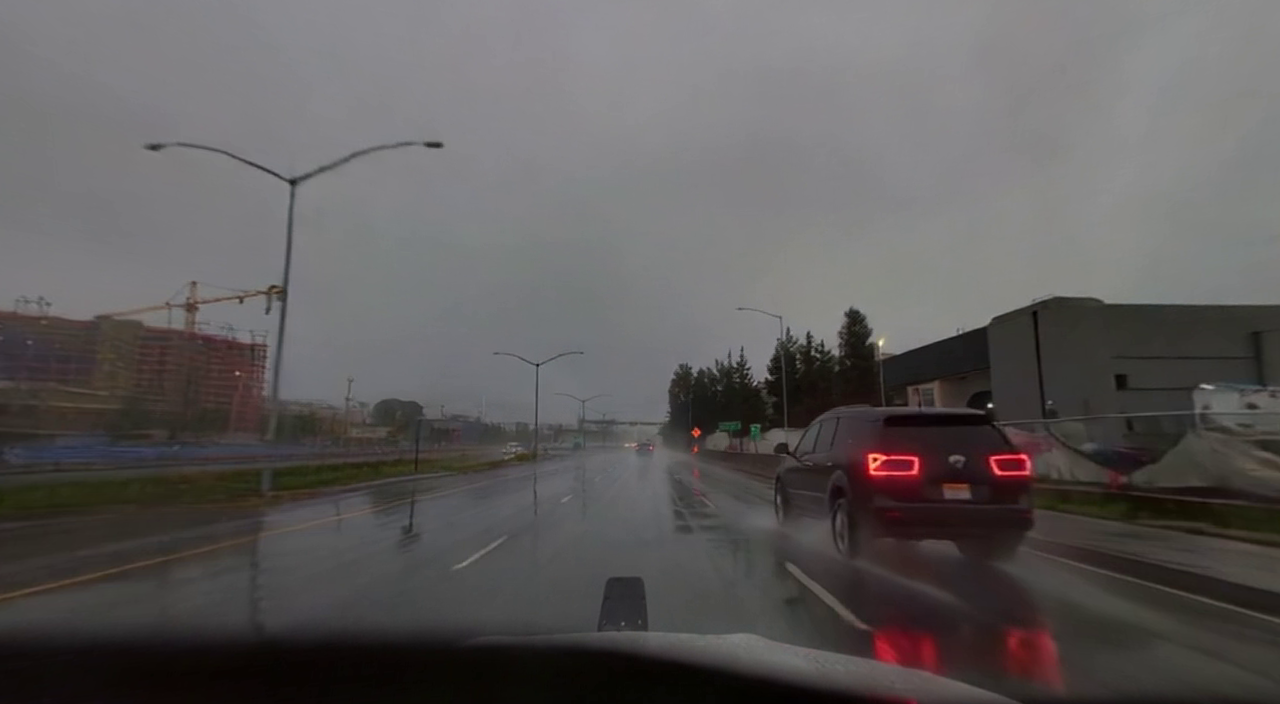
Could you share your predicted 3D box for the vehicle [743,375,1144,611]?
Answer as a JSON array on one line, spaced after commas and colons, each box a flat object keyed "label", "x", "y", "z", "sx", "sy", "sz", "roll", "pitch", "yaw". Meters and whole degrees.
[{"label": "vehicle", "x": 3.002, "y": 1.594, "z": 8.161, "sx": 2.386, "sy": 1.970, "sz": 5.665, "roll": 0, "pitch": -8, "yaw": 0}]

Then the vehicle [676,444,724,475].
[{"label": "vehicle", "x": 3.220, "y": 5.869, "z": 34.632, "sx": 2.148, "sy": 1.562, "sz": 4.642, "roll": 0, "pitch": -8, "yaw": 0}]
